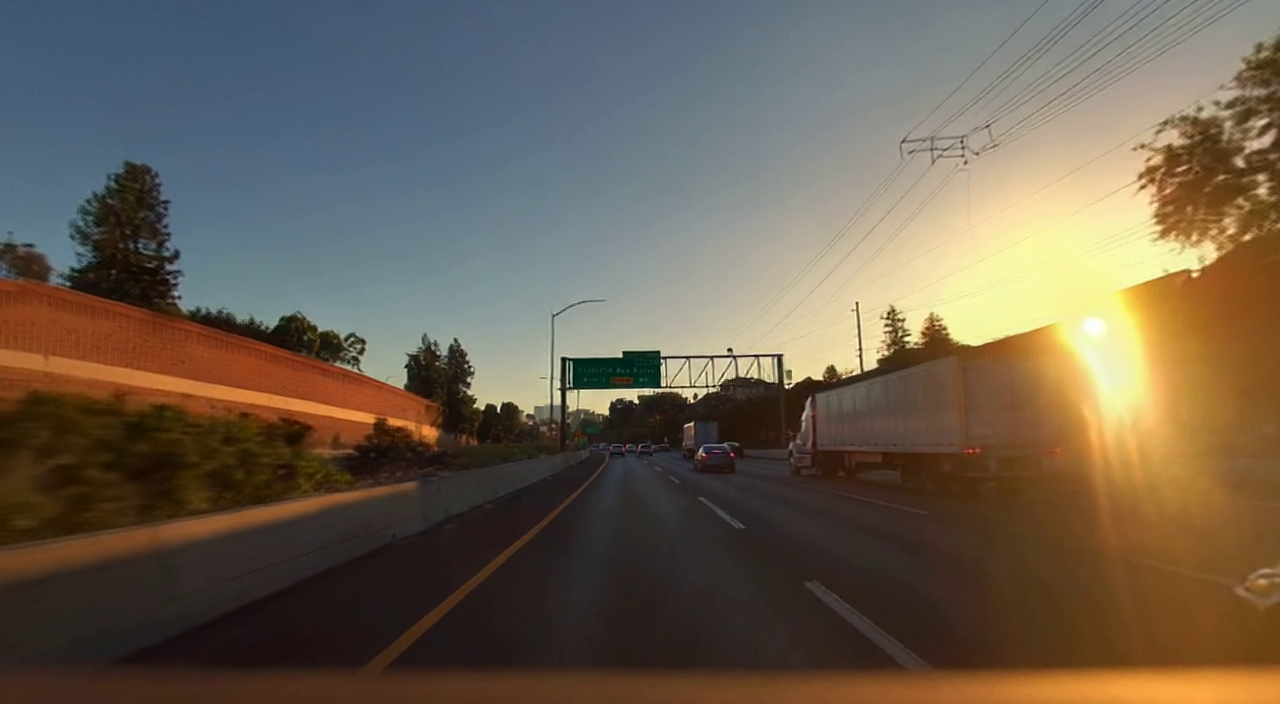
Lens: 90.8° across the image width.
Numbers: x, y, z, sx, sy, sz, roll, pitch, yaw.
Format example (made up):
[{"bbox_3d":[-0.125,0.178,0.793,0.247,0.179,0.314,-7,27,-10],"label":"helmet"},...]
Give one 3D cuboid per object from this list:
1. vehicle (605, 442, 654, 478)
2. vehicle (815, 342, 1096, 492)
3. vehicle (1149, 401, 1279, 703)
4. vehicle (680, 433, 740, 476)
[{"bbox_3d":[-0.491,4.882,28.791,2.083,1.477,3.965,0,-9,-2],"label":"vehicle"},{"bbox_3d":[10.856,2.919,25.264,2.914,4.134,15.553,0,-9,-1],"label":"vehicle"},{"bbox_3d":[3.507,0.701,0.986,1.922,1.465,4.165,0,-9,0],"label":"vehicle"},{"bbox_3d":[3.189,4.821,29.862,2.114,1.849,4.692,0,-9,-2],"label":"vehicle"}]
